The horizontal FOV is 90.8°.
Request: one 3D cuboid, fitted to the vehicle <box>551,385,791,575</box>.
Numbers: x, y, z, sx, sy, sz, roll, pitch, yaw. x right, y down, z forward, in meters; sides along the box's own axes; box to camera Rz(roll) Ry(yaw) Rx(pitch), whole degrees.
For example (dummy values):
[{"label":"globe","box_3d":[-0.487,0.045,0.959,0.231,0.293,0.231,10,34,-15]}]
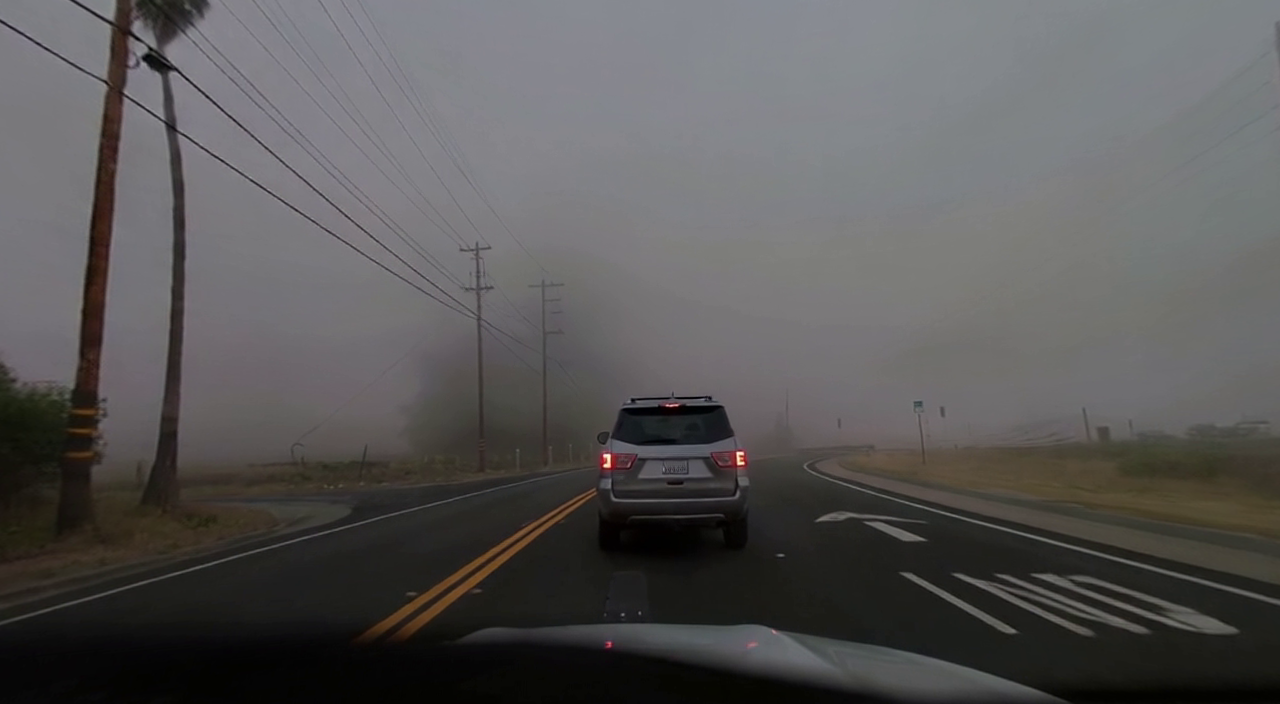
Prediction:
[{"label":"vehicle","box_3d":[0.234,1.593,8.570,2.364,1.859,4.538,0,-9,-2]}]
